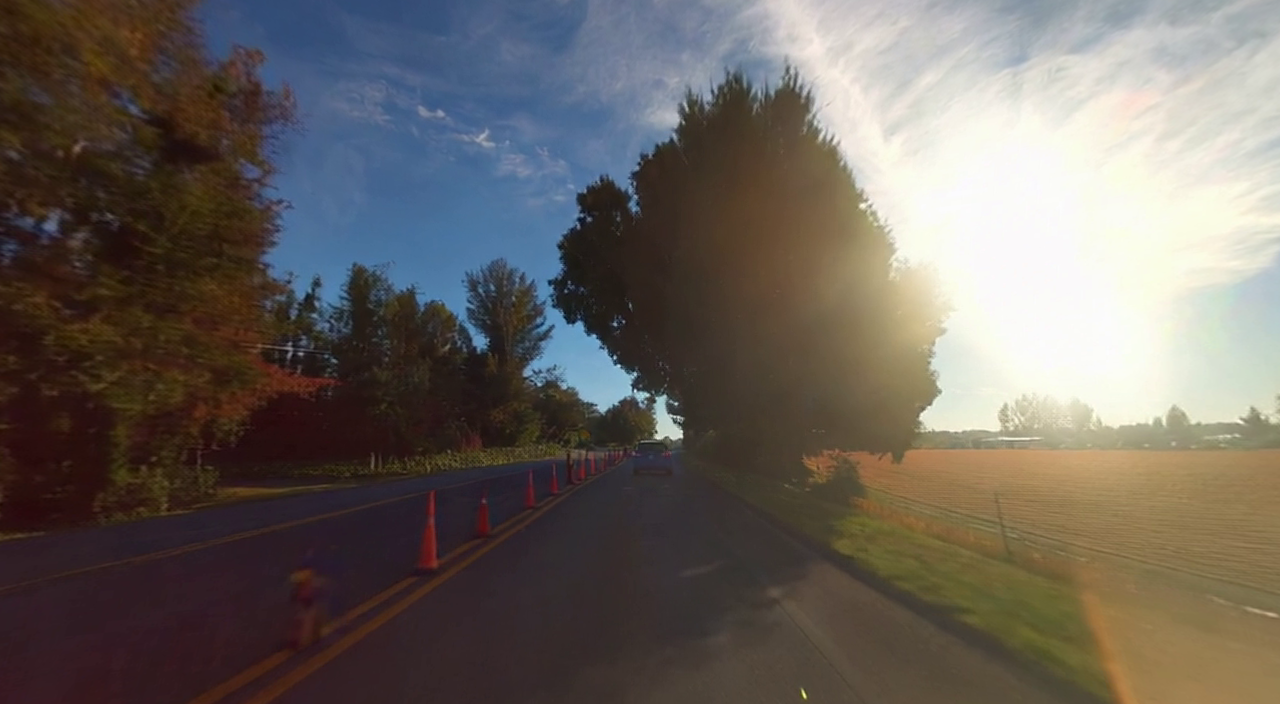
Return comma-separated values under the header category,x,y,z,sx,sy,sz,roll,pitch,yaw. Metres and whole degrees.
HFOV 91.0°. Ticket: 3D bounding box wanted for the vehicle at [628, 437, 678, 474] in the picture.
category,x,y,z,sx,sy,sz,roll,pitch,yaw
vehicle,0.610,4.543,27.844,2.042,1.489,3.963,-1,-8,2
